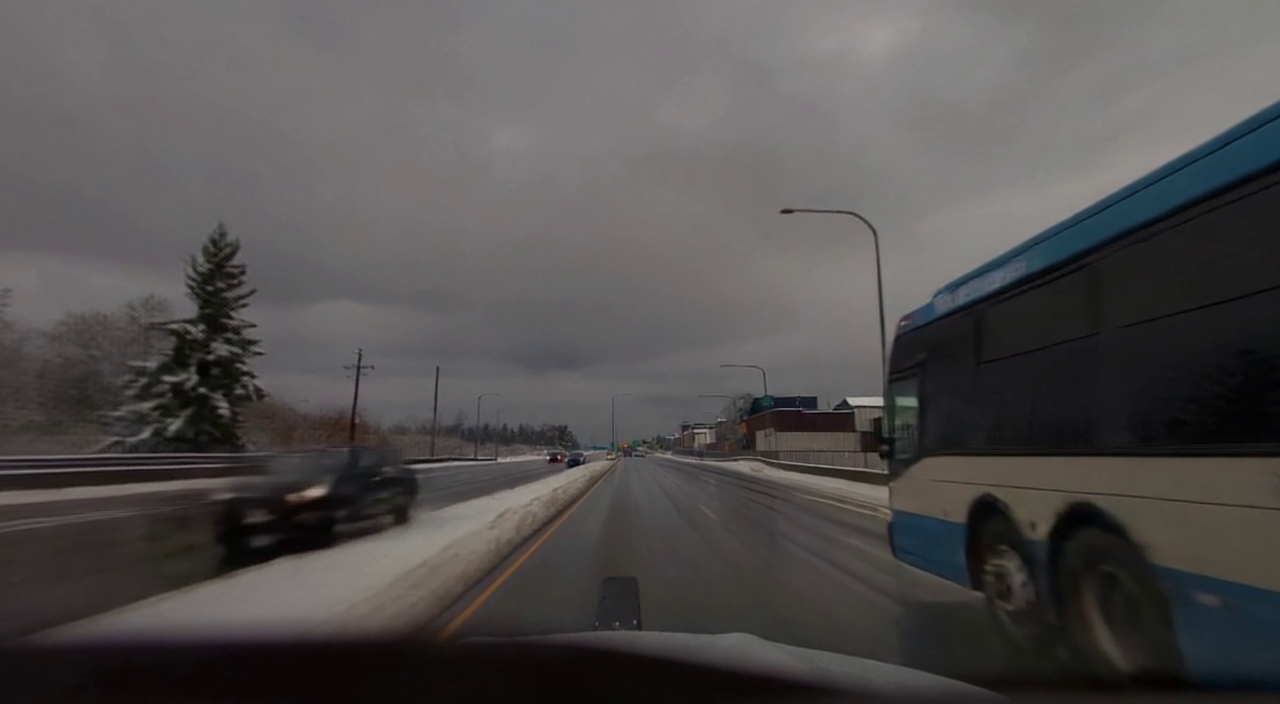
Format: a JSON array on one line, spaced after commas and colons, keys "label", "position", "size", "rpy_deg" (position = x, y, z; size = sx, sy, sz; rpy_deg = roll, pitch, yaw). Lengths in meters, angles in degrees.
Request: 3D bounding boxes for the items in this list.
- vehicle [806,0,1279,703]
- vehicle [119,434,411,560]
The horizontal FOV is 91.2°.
[{"label": "vehicle", "position": [3.816, -0.719, 0.562], "size": [3.277, 4.084, 14.213], "rpy_deg": [1, -9, -1]}, {"label": "vehicle", "position": [-5.474, 2.145, 10.030], "size": [1.977, 1.530, 4.328], "rpy_deg": [0, -9, 0]}]
